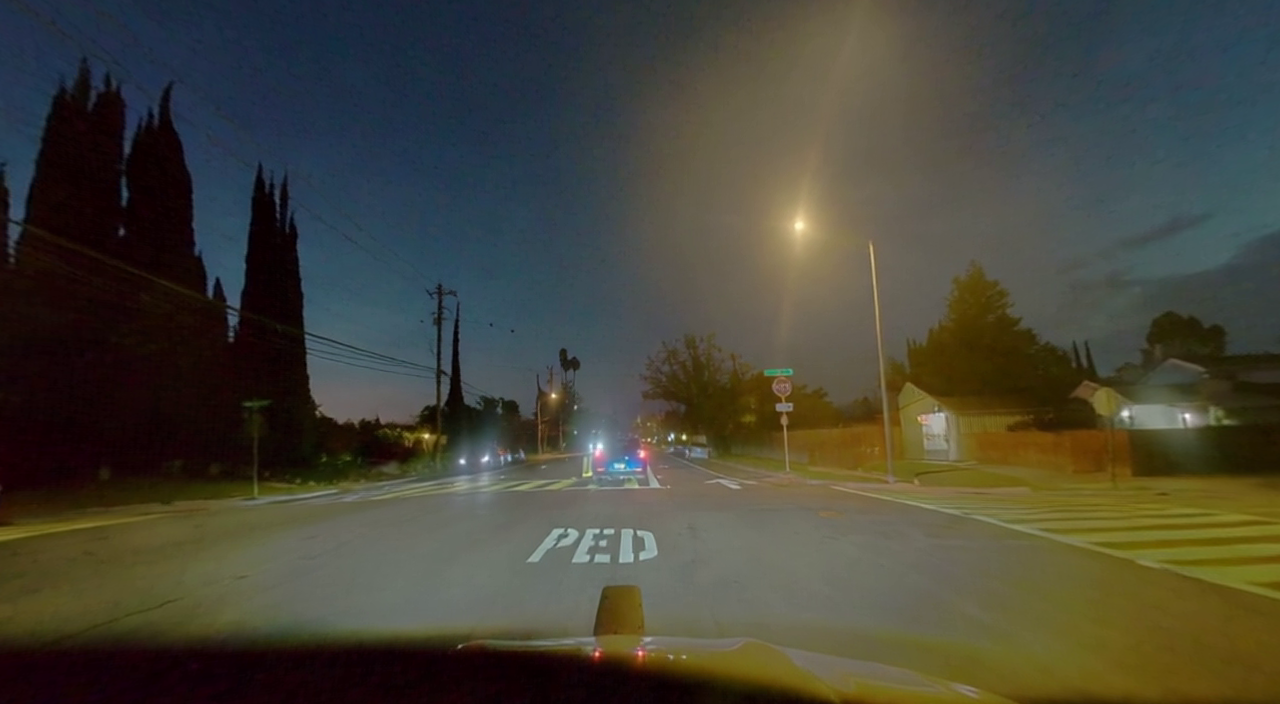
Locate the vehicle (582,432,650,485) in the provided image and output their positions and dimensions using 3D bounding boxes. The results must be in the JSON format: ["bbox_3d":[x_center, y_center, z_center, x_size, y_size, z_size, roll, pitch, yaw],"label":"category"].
[{"bbox_3d":[-0.679,3.257,19.564,1.877,1.448,3.830,0,-8,0],"label":"vehicle"}]

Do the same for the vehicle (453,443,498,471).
[{"bbox_3d":[-9.602,6.160,37.178,1.934,1.506,4.032,1,-9,-5],"label":"vehicle"}]

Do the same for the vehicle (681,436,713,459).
[{"bbox_3d":[4.407,7.427,49.119,2.101,1.744,4.466,0,-8,1],"label":"vehicle"}]
